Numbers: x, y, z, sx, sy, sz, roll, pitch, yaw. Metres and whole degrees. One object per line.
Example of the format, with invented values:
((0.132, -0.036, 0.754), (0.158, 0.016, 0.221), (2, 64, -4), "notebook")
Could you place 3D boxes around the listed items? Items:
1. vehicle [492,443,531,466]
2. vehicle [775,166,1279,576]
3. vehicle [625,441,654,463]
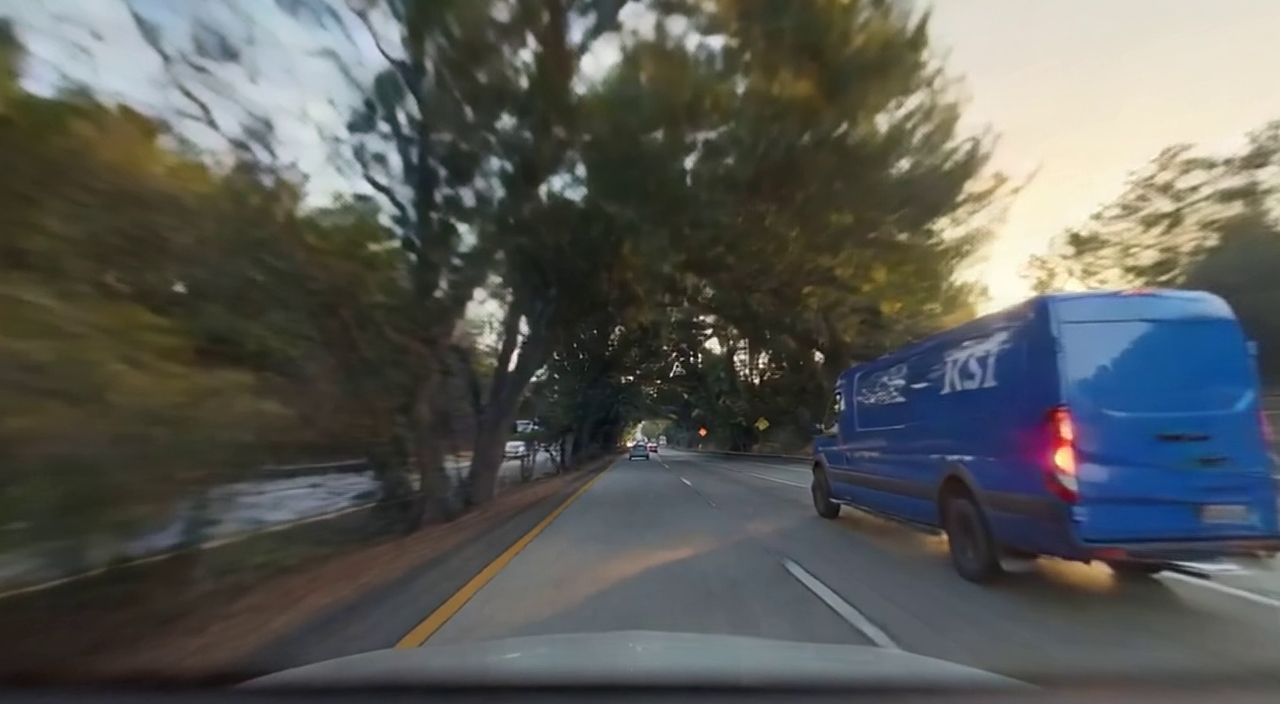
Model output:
((-9.494, 7.618, 46.959), (1.935, 1.569, 4.778), (0, -8, 0), "vehicle")
((7.008, 1.387, 14.878), (3.479, 4.156, 17.231), (0, -9, -1), "vehicle")
((-0.039, 7.557, 47.827), (2.121, 1.590, 4.434), (0, -8, 0), "vehicle")
